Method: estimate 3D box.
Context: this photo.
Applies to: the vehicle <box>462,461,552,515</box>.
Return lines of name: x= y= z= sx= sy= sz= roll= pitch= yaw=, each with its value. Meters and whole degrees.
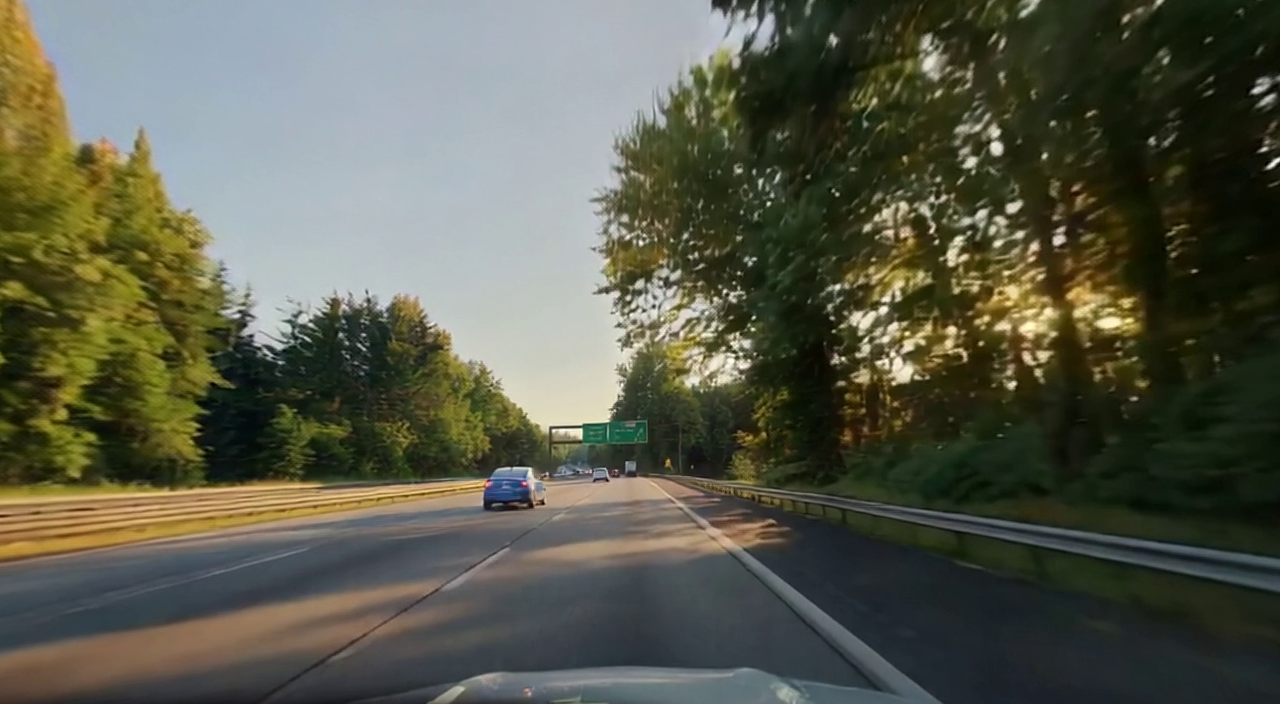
vehicle: x=-4.135 y=4.319 z=20.271 sx=1.954 sy=1.509 sz=4.094 roll=0 pitch=-10 yaw=1
